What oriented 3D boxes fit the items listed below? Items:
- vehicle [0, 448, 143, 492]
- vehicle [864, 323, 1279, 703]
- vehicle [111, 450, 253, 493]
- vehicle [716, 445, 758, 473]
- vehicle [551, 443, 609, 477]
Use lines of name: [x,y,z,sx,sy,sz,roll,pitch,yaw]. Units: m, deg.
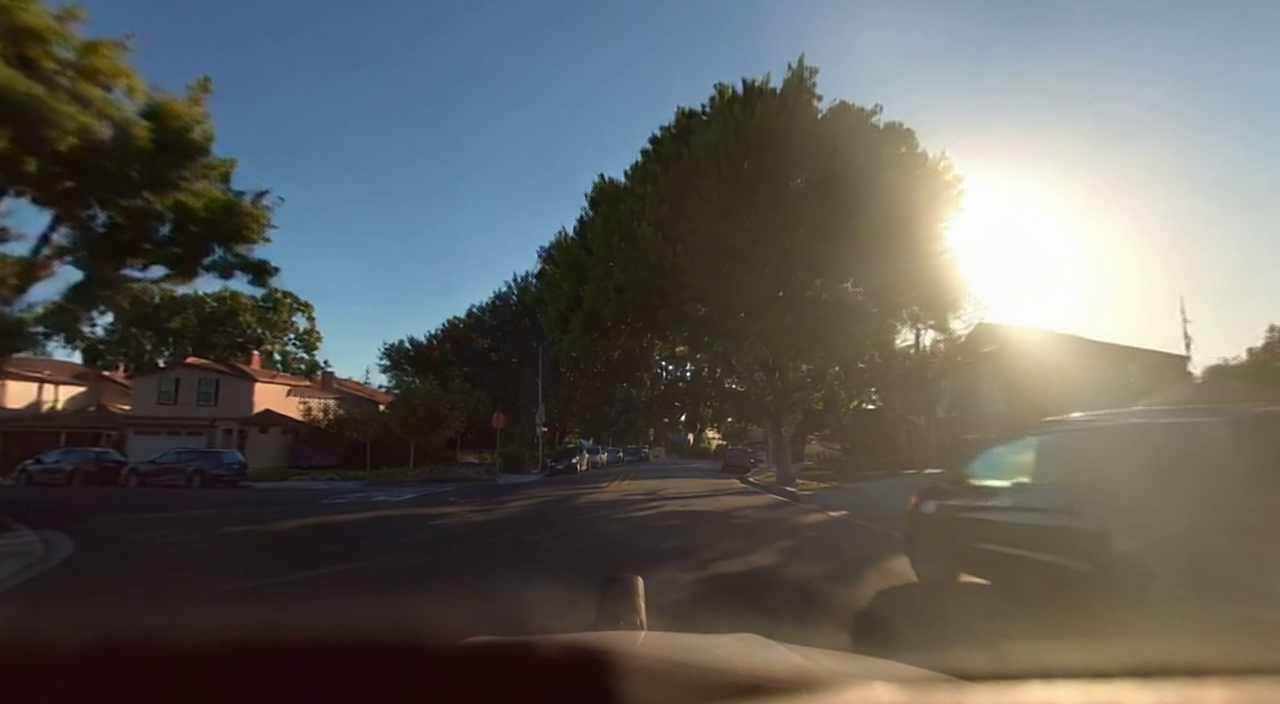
vehicle: [-20.409,4.203,22.710,3.610,1.501,1.814,-1,-9,5]
vehicle: [3.629,1.098,4.447,2.228,1.813,4.901,0,-9,-1]
vehicle: [-16.217,4.207,22.484,3.734,1.441,1.756,-1,-9,4]
vehicle: [6.372,6.919,41.102,2.075,1.657,4.648,-3,-9,16]
vehicle: [-3.424,6.260,36.915,2.041,1.762,4.508,-4,-8,12]
